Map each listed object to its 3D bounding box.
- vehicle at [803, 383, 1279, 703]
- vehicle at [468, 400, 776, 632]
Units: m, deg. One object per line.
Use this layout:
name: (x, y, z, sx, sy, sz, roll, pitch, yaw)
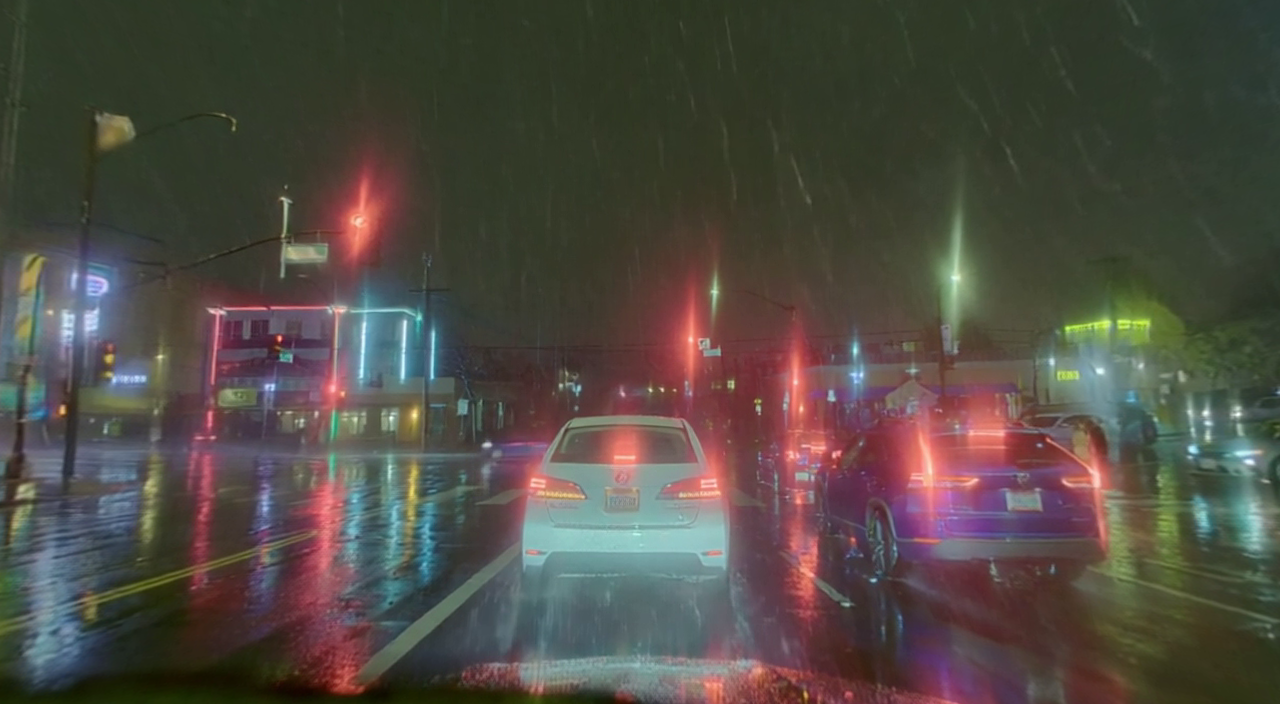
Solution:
vehicle: (3.038, 1.304, 5.449, 1.983, 1.654, 4.354, 0, -8, -2)
vehicle: (-0.146, 1.485, 6.804, 2.123, 1.589, 4.702, 0, -8, -1)
